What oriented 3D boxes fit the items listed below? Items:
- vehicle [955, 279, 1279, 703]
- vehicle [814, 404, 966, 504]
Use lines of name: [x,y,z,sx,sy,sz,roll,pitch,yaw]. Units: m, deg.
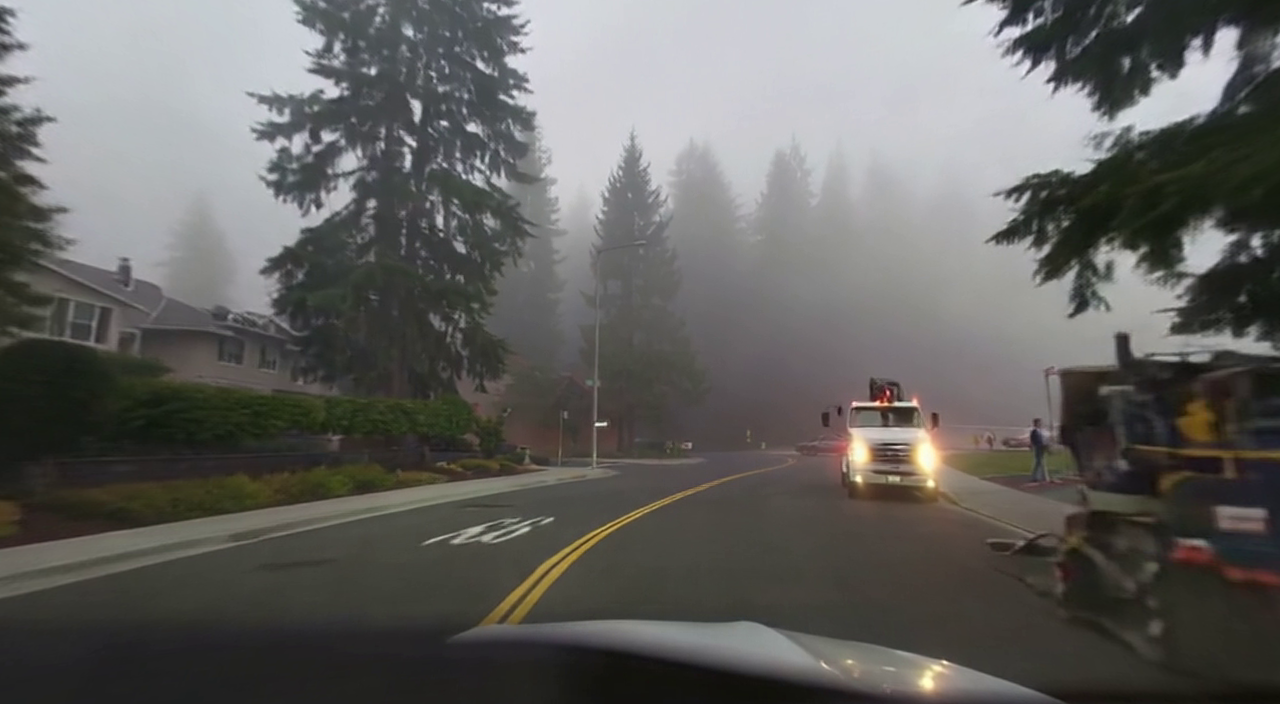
vehicle: [4.059,0.957,4.511,2.043,2.250,3.024,-1,-9,3]
vehicle: [6.411,2.681,16.843,2.874,2.021,7.293,-4,-9,18]
